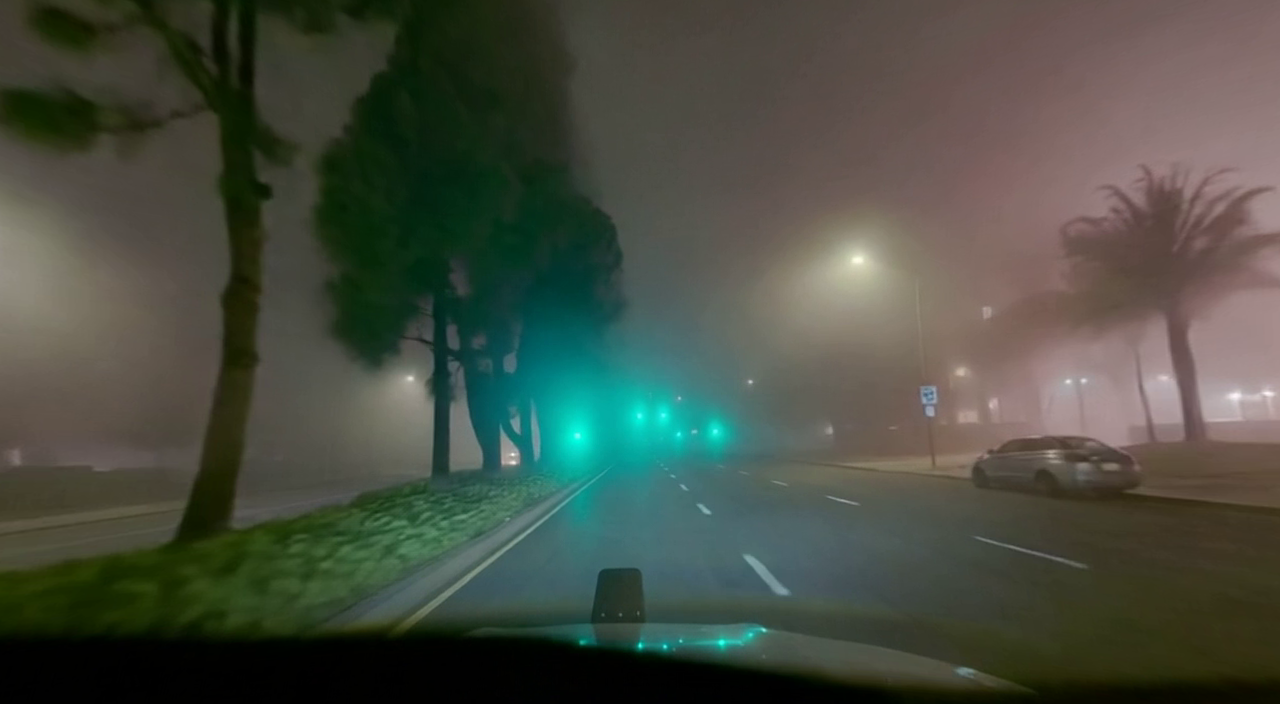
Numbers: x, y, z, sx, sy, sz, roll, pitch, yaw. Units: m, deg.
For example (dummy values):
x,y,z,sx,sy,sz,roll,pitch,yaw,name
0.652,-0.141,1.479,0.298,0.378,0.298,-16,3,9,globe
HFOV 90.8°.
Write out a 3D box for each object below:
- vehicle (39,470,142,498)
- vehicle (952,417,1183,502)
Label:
x,y,z,sx,sy,sz,roll,pitch,yaw,name
-30.674,7.373,35.384,3.930,1.431,1.645,2,-9,-12,vehicle
10.016,2.579,15.469,2.051,1.726,4.898,0,-9,-3,vehicle
